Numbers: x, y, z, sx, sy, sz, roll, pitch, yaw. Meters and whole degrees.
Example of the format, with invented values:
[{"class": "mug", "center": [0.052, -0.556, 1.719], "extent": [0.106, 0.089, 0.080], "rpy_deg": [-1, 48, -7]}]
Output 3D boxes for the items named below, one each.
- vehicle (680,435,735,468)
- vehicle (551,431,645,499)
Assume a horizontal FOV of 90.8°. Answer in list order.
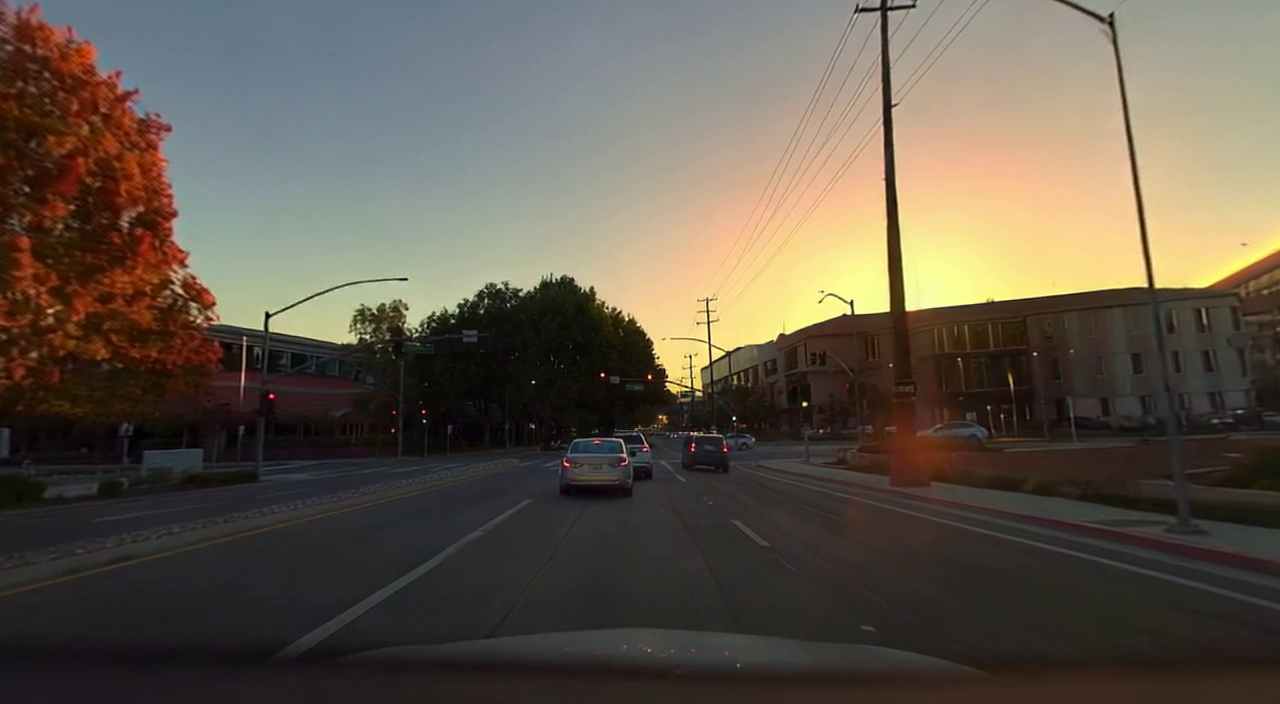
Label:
[{"class": "vehicle", "center": [3.181, 4.776, 30.443], "extent": [1.945, 1.470, 4.363], "rpy_deg": [0, -8, -3]}, {"class": "vehicle", "center": [-0.960, 2.807, 16.026], "extent": [2.075, 1.470, 3.962], "rpy_deg": [0, -8, -1]}]
